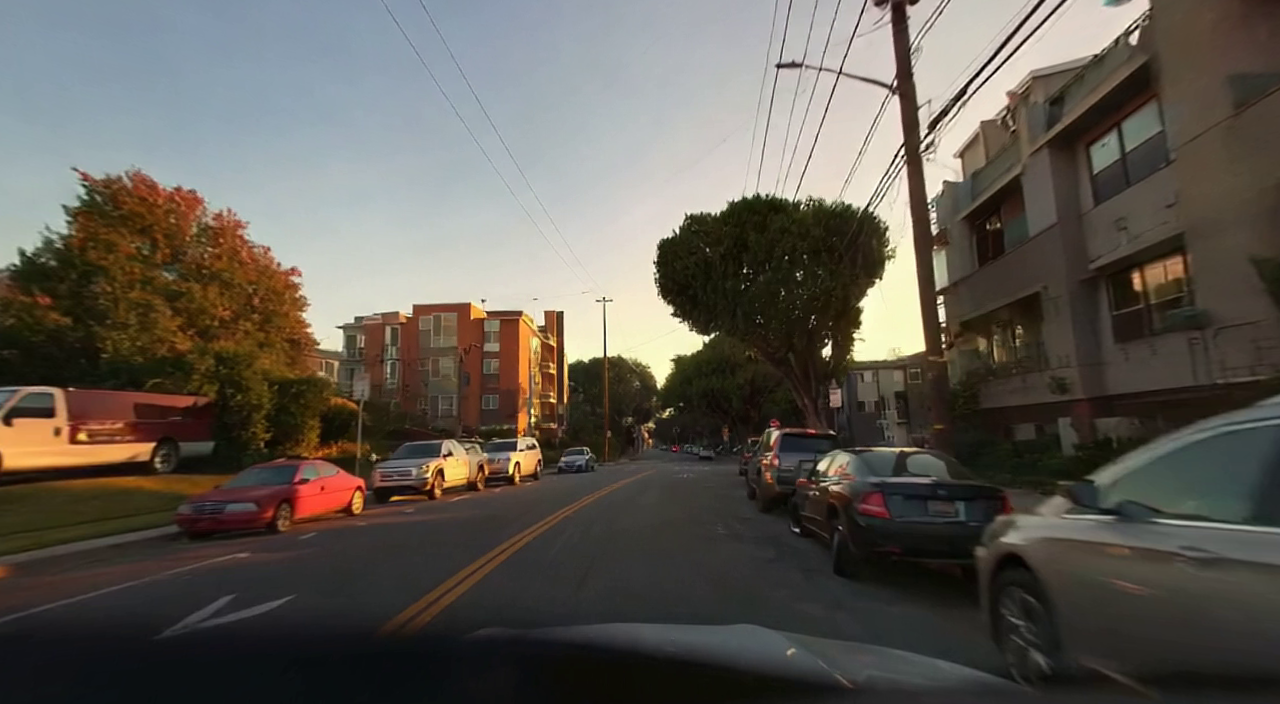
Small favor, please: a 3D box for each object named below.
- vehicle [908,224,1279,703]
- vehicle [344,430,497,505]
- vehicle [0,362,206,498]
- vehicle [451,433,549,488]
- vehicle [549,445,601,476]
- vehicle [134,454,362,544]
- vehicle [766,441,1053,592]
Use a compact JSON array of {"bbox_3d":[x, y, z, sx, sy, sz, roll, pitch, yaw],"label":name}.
[{"bbox_3d":[3.108,0.545,1.361,2.233,2.035,6.097,0,-9,-2],"label":"vehicle"},{"bbox_3d":[-6.178,3.345,18.747,2.270,1.881,5.412,-1,-9,4],"label":"vehicle"},{"bbox_3d":[-13.590,1.866,14.475,2.990,2.566,5.898,-3,-8,2],"label":"vehicle"},{"bbox_3d":[-5.327,4.230,24.982,2.158,1.929,5.184,-1,-9,7],"label":"vehicle"},{"bbox_3d":[-3.640,6.183,36.297,1.922,1.505,4.502,-5,-9,7],"label":"vehicle"},{"bbox_3d":[-7.359,2.755,12.471,1.823,1.407,4.125,0,-9,1],"label":"vehicle"},{"bbox_3d":[3.069,1.939,8.419,1.875,1.441,4.445,0,-9,0],"label":"vehicle"}]
